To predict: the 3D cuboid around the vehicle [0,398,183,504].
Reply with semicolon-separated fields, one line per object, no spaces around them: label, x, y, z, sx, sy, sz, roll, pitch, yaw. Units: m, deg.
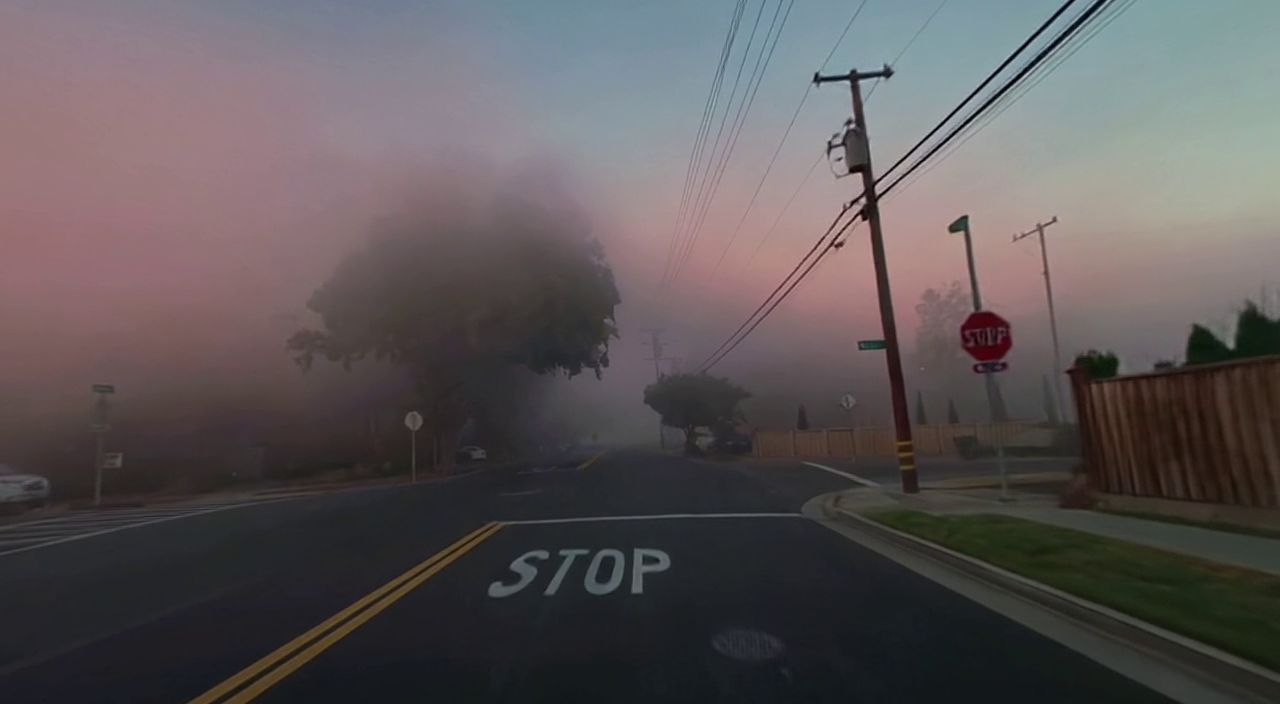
vehicle;-20.076;3.830;23.457;2.842;3.181;8.576;6;-12;-22
